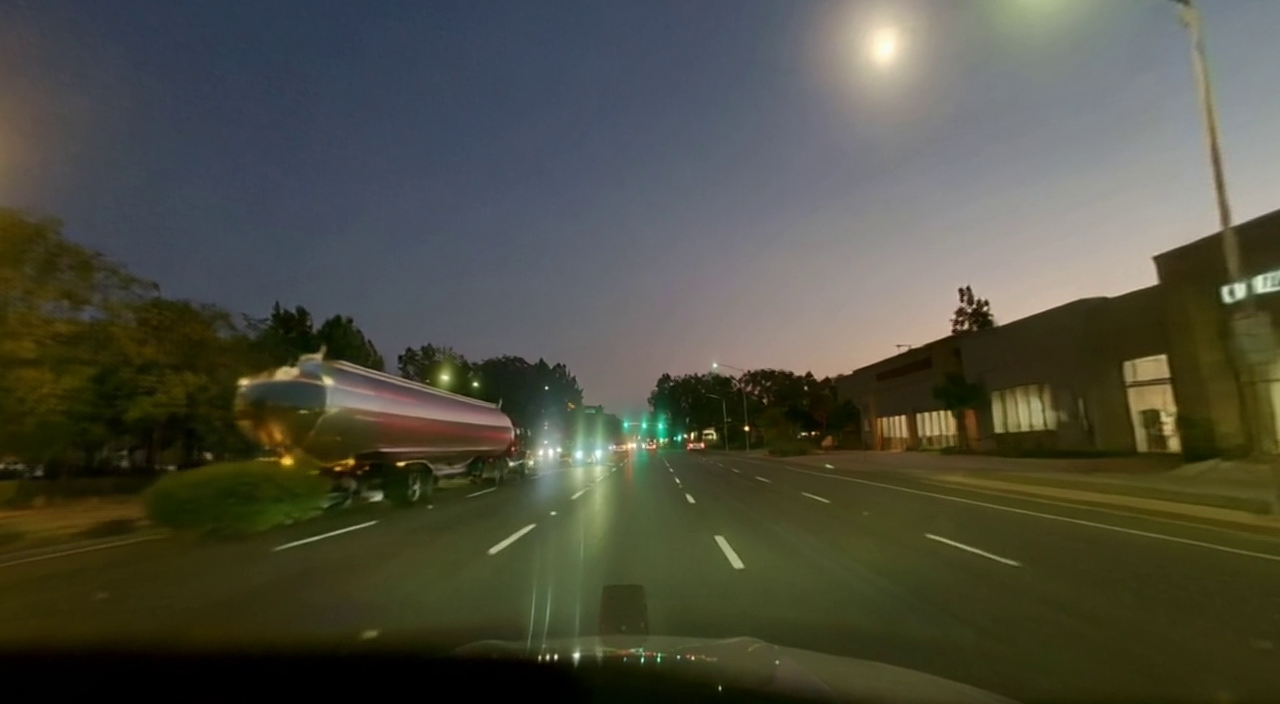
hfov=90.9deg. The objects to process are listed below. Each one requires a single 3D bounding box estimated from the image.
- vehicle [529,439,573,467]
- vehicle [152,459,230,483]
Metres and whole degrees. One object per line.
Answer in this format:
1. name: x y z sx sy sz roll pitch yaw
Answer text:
1. vehicle: -5.816 6.677 41.899 2.179 1.750 4.621 0 -8 1
2. vehicle: -35.562 9.412 49.967 4.485 1.772 2.149 0 -9 1
